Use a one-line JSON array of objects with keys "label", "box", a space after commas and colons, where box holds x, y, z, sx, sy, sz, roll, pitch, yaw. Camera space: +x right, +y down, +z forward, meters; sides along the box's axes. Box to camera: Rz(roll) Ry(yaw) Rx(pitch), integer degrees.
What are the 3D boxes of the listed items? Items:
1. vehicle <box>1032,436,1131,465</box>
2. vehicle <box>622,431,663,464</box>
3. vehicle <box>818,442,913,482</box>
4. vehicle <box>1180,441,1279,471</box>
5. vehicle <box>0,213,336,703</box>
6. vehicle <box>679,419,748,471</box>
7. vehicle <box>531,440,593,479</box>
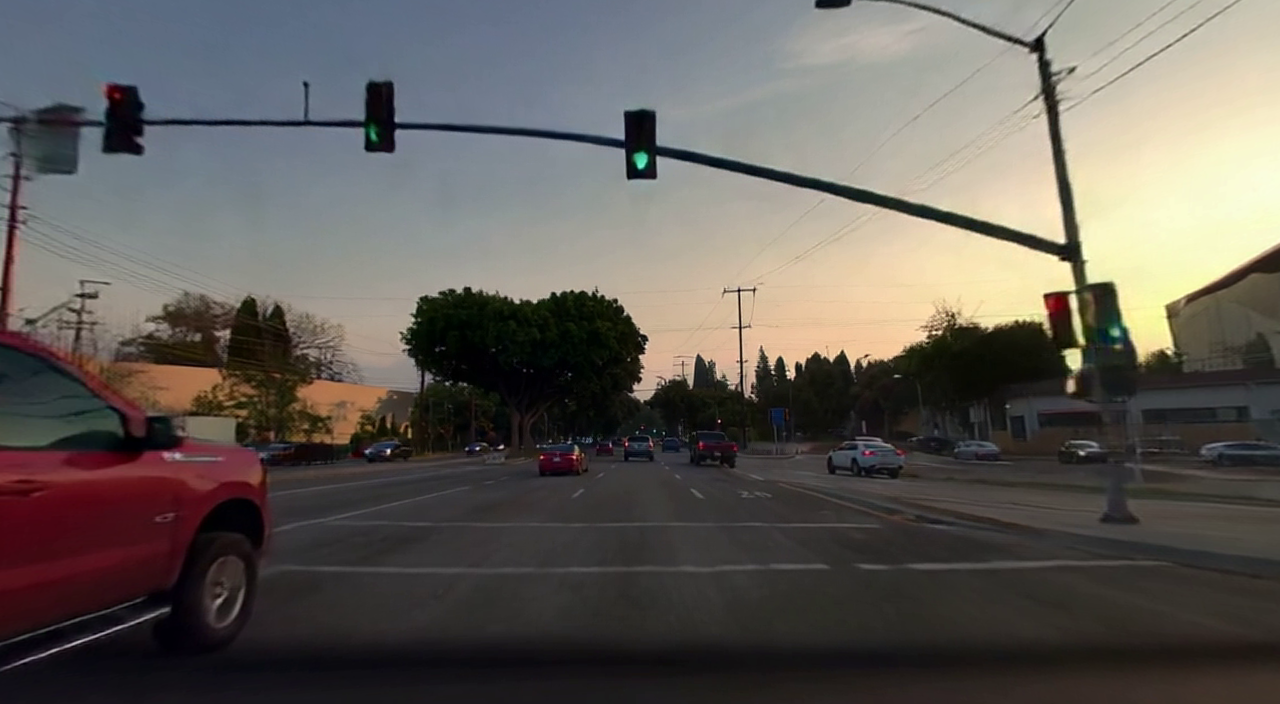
[{"label": "vehicle", "box": [27.451, 6.139, 39.430, 2.012, 1.701, 4.524, 5, -10, -32]}, {"label": "vehicle", "box": [0.156, 6.585, 43.704, 2.643, 2.145, 5.585, 0, -8, 0]}, {"label": "vehicle", "box": [9.805, 4.802, 27.911, 2.010, 1.633, 4.246, 2, -9, -11]}, {"label": "vehicle", "box": [31.053, 5.283, 32.321, 1.868, 1.447, 4.690, 5, -10, -29]}, {"label": "vehicle", "box": [-3.709, 0.497, 2.017, 2.402, 2.194, 6.051, 0, -8, 0]}, {"label": "vehicle", "box": [4.004, 5.295, 36.080, 2.905, 2.636, 6.895, -1, -8, -2]}, {"label": "vehicle", "box": [-3.174, 4.455, 26.552, 1.939, 1.494, 4.499, 0, -8, 1]}]
